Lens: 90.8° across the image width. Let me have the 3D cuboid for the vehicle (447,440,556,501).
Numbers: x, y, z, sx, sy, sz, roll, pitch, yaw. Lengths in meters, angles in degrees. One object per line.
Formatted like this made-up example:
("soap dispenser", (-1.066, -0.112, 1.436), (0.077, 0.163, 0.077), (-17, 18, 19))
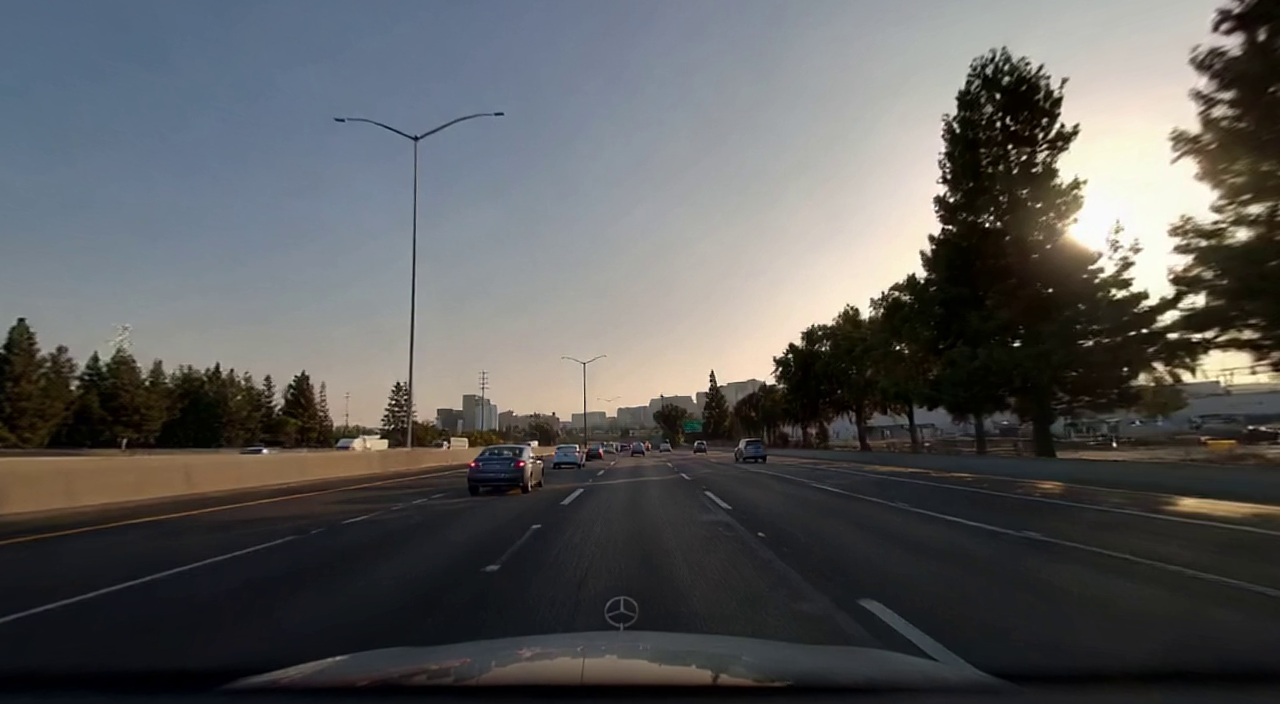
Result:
("vehicle", (-3.582, 3.141, 17.207), (1.959, 1.433, 4.291), (0, -9, 0))

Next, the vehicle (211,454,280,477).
("vehicle", (-28.081, 8.108, 45.184), (1.974, 1.502, 4.522), (0, -9, 1))

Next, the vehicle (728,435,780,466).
("vehicle", (6.876, 6.033, 38.634), (2.147, 1.769, 4.666), (0, -9, -2))

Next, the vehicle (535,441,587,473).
("vehicle", (-3.972, 5.386, 32.571), (2.047, 1.469, 4.614), (0, -9, 0))
